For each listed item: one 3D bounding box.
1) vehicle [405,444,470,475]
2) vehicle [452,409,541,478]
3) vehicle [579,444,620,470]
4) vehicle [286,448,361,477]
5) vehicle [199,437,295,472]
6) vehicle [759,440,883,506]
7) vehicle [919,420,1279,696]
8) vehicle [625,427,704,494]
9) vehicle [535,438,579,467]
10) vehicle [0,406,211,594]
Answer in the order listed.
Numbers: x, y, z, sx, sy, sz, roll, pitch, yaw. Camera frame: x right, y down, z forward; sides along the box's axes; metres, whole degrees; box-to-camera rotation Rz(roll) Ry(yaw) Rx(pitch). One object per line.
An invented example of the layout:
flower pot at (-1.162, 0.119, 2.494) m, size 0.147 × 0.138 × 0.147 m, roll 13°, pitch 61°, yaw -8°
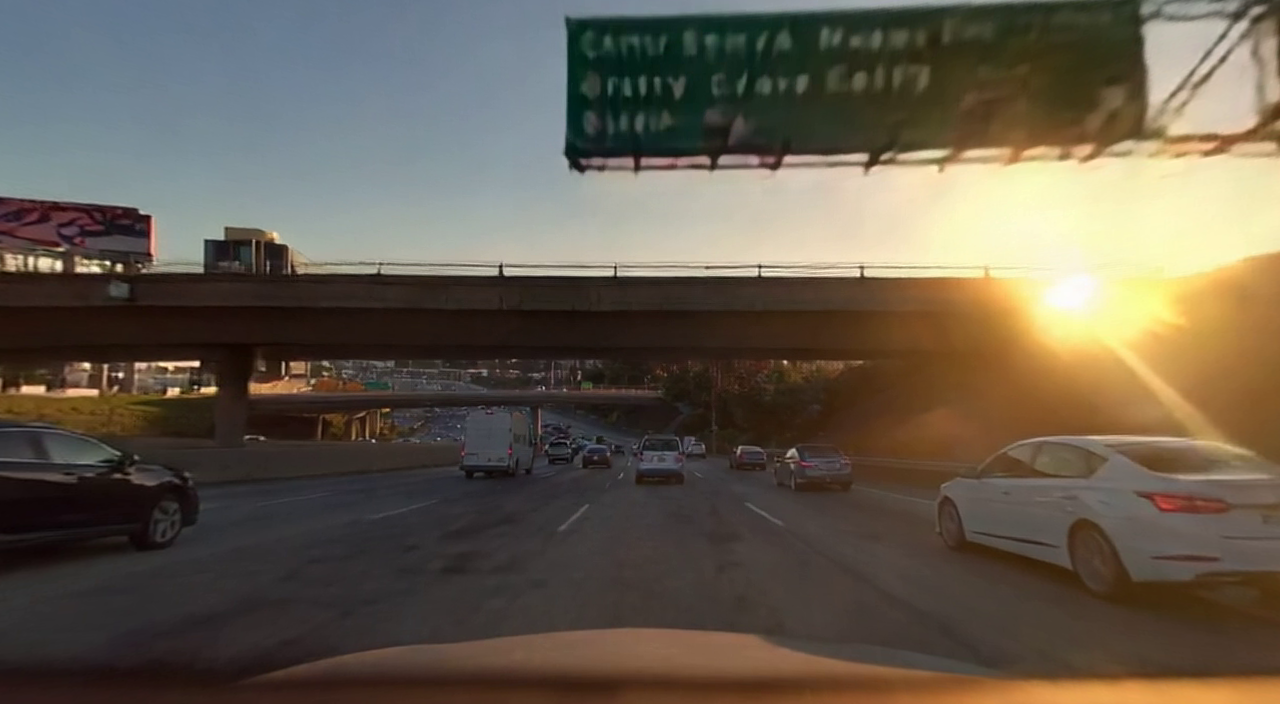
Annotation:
vehicle at (-10.266, 5.478, 32.329) m, size 1.923 × 1.480 × 3.905 m, roll 0°, pitch -9°, yaw 2°
vehicle at (-6.440, 4.300, 29.476) m, size 2.358 × 2.817 × 7.055 m, roll 0°, pitch -9°, yaw 1°
vehicle at (-2.421, 6.440, 38.883) m, size 2.079 × 1.499 × 4.512 m, roll 0°, pitch -9°, yaw 1°
vehicle at (-16.229, 5.638, 32.538) m, size 1.823 × 1.388 × 3.705 m, roll 0°, pitch -9°, yaw 1°
vehicle at (-20.425, 5.351, 33.044) m, size 1.920 × 1.695 × 4.612 m, roll 0°, pitch -9°, yaw 2°
vehicle at (4.552, 3.113, 16.663) m, size 1.942 × 1.487 × 4.518 m, roll 0°, pitch -9°, yaw 0°
vehicle at (4.457, 1.450, 5.602) m, size 1.915 × 1.482 × 4.537 m, roll 0°, pitch -9°, yaw 1°
vehicle at (0.736, 3.419, 20.171) m, size 2.209 × 1.863 × 4.626 m, roll 0°, pitch -9°, yaw 1°
vehicle at (-6.014, 7.375, 46.436) m, size 2.269 × 1.929 × 6.032 m, roll 0°, pitch -9°, yaw 1°
vehicle at (-6.637, 1.359, 5.904) m, size 2.021 × 1.632 × 4.417 m, roll 0°, pitch -9°, yaw 2°
